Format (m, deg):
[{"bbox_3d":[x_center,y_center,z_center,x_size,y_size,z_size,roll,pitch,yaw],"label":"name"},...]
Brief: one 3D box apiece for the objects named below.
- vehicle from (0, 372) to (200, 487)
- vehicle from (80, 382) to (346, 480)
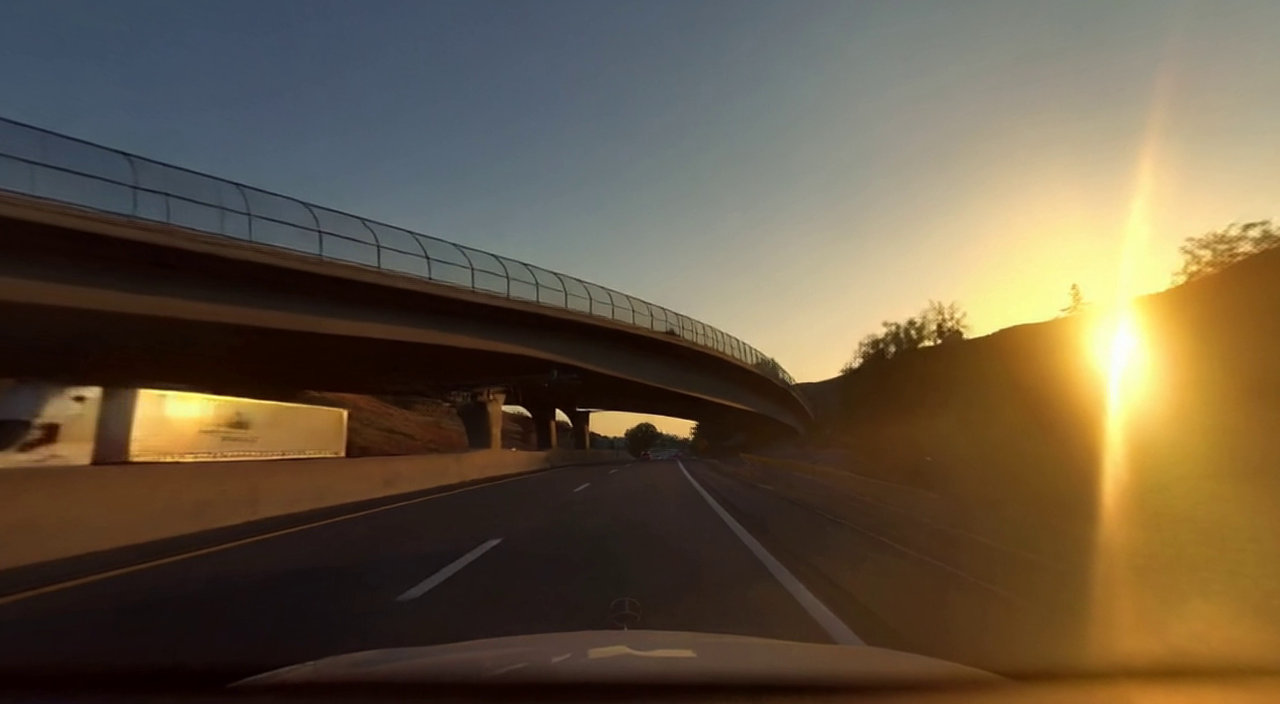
[{"bbox_3d":[-22.738,3.289,25.965,3.026,3.985,7.985,-1,-9,3],"label":"vehicle"},{"bbox_3d":[-22.361,4.643,35.632,2.895,4.173,16.603,-1,-9,2],"label":"vehicle"}]
